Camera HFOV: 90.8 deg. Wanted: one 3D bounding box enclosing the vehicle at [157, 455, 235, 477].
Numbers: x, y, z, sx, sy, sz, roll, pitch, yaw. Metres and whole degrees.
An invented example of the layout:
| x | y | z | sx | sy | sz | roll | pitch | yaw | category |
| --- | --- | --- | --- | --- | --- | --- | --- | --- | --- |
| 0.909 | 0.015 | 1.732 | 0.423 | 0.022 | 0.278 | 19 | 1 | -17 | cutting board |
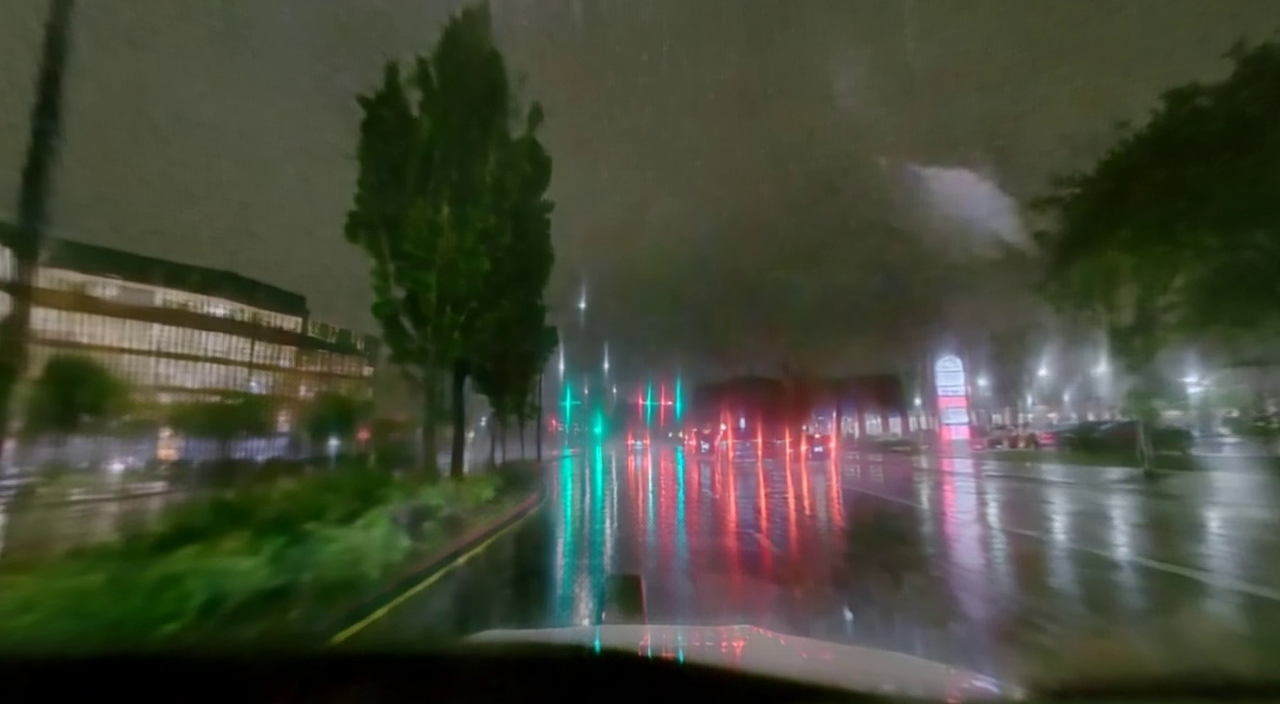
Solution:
| x | y | z | sx | sy | sz | roll | pitch | yaw | category |
| --- | --- | --- | --- | --- | --- | --- | --- | --- | --- |
| -30.104 | 7.720 | 42.907 | 4.040 | 1.389 | 1.664 | 0 | -8 | -1 | vehicle |

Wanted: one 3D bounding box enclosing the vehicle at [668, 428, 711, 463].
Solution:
| x | y | z | sx | sy | sz | roll | pitch | yaw | category |
| --- | --- | --- | --- | --- | --- | --- | --- | --- | --- |
| 2.549 | 4.950 | 33.384 | 2.100 | 1.683 | 4.231 | -1 | -8 | 3 | vehicle |

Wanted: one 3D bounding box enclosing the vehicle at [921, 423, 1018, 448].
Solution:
| x | y | z | sx | sy | sz | roll | pitch | yaw | category |
| --- | --- | --- | --- | --- | --- | --- | --- | --- | --- |
| 20.393 | 5.204 | 39.236 | 4.813 | 1.483 | 2.129 | 0 | -8 | 0 | vehicle |

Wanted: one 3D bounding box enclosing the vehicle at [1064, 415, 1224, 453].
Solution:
| x | y | z | sx | sy | sz | roll | pitch | yaw | category |
| --- | --- | --- | --- | --- | --- | --- | --- | --- | --- |
| 20.093 | 3.299 | 25.353 | 4.619 | 1.447 | 2.054 | 0 | -8 | 1 | vehicle |

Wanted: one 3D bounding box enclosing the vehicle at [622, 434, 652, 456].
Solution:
| x | y | z | sx | sy | sz | roll | pitch | yaw | category |
| --- | --- | --- | --- | --- | --- | --- | --- | --- | --- |
| -0.228 | 6.745 | 45.750 | 2.110 | 1.476 | 4.294 | 0 | -8 | 0 | vehicle |
